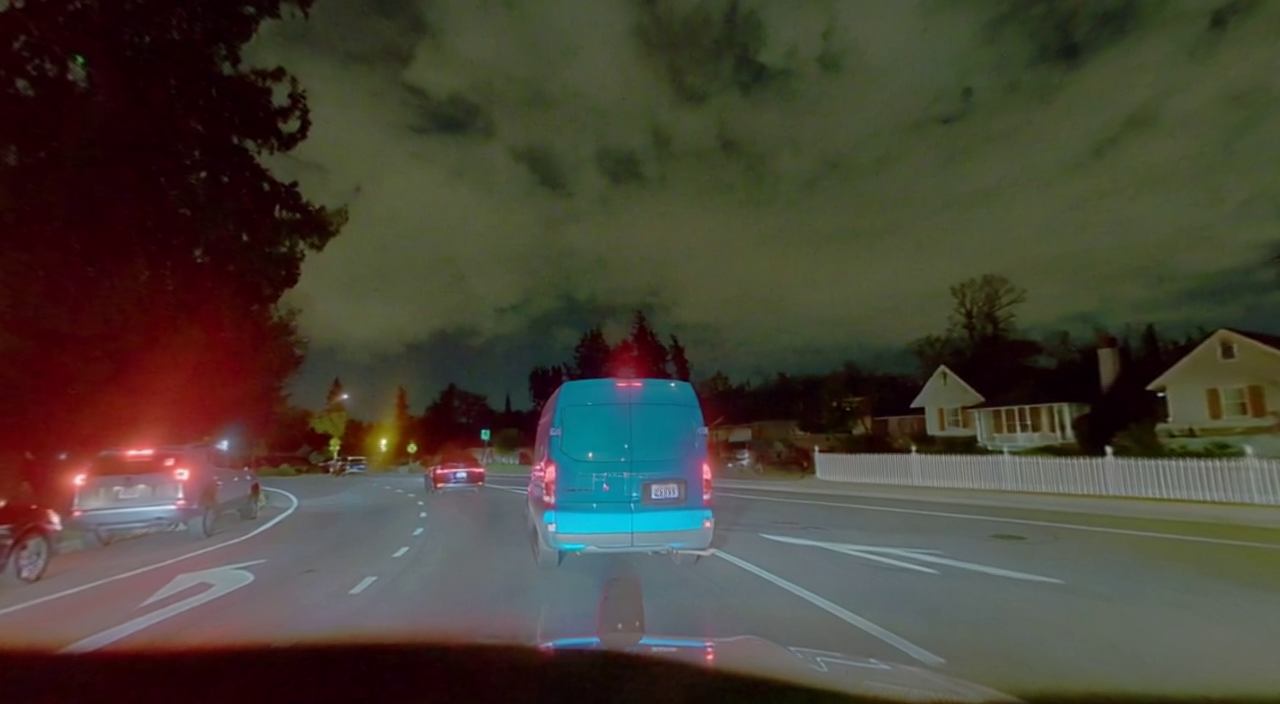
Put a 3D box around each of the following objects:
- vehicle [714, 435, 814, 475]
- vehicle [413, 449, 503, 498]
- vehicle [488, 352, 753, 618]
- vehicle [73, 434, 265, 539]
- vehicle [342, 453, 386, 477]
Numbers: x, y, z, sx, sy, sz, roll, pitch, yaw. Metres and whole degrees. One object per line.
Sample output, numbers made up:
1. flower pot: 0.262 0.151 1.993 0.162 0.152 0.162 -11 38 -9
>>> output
1. vehicle: 5.996 4.920 30.357 4.559 1.754 1.985 5 -10 -33
2. vehicle: -6.272 4.028 21.418 2.008 1.445 4.386 4 -10 -28
3. vehicle: -0.668 1.435 7.712 2.213 2.124 4.809 2 -9 -14
4. vehicle: -10.278 2.866 14.402 2.228 1.871 5.492 4 -9 -24
5. vehicle: -18.885 7.654 43.096 1.911 1.493 4.291 6 -10 -33
